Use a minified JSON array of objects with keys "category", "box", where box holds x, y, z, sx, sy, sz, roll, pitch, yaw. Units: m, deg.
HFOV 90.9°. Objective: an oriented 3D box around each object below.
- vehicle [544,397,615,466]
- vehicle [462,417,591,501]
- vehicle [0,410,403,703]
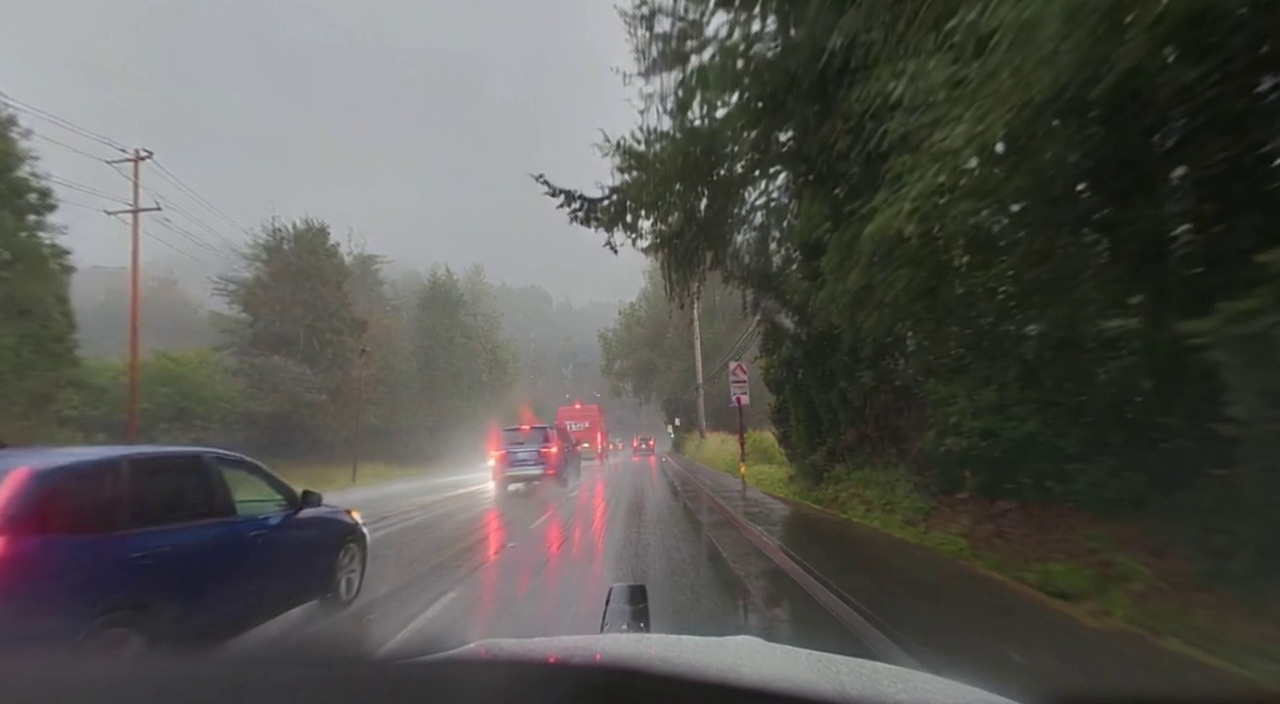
[{"category":"vehicle","box":[-2.973,4.327,33.767,2.818,3.181,9.114,-1,-8,1]},{"category":"vehicle","box":[-2.702,2.747,16.626,2.187,1.821,5.501,-1,-8,2]},{"category":"vehicle","box":[-3.269,1.139,3.582,1.966,1.466,4.699,-1,-8,1]}]
